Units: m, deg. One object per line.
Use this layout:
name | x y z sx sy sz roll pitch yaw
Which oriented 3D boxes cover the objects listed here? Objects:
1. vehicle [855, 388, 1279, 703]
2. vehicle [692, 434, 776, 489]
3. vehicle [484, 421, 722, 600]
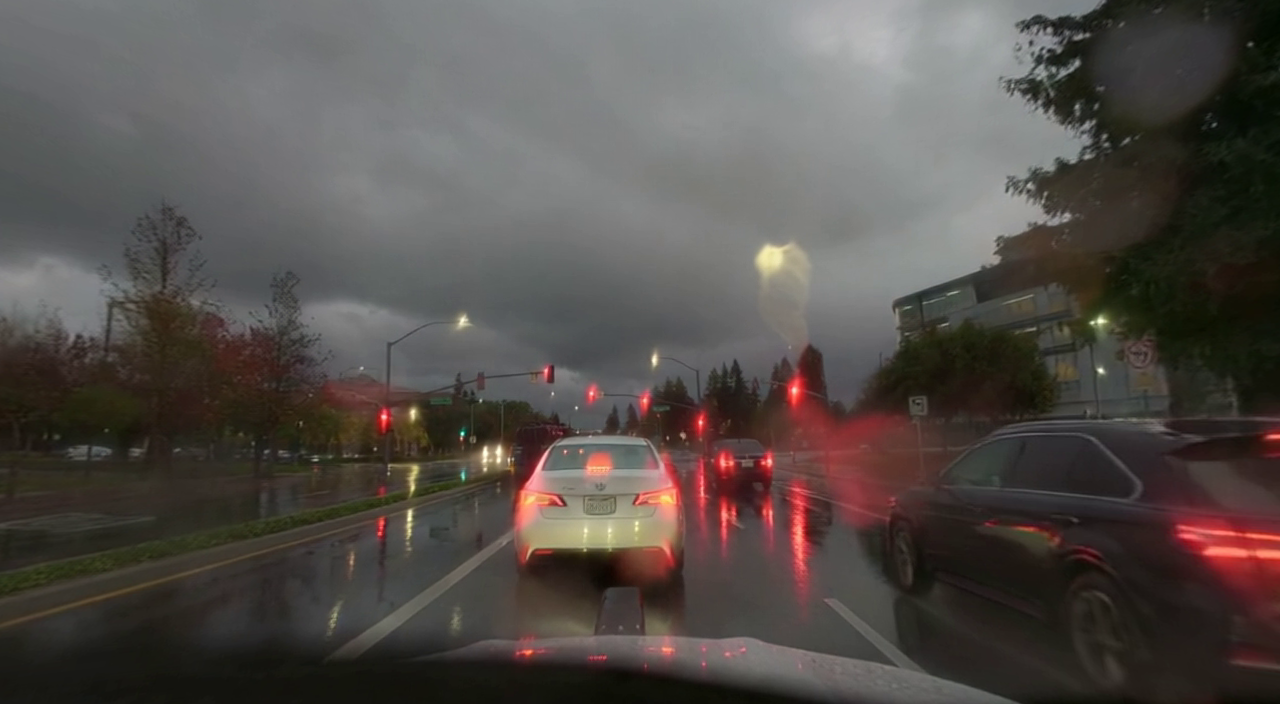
vehicle | 3.167 1.164 4.188 1.910 1.474 4.263 0 -9 -1
vehicle | 2.890 3.480 20.349 1.874 1.556 4.116 0 -9 -3
vehicle | -0.347 1.609 7.194 2.006 1.487 3.535 0 -9 -1
